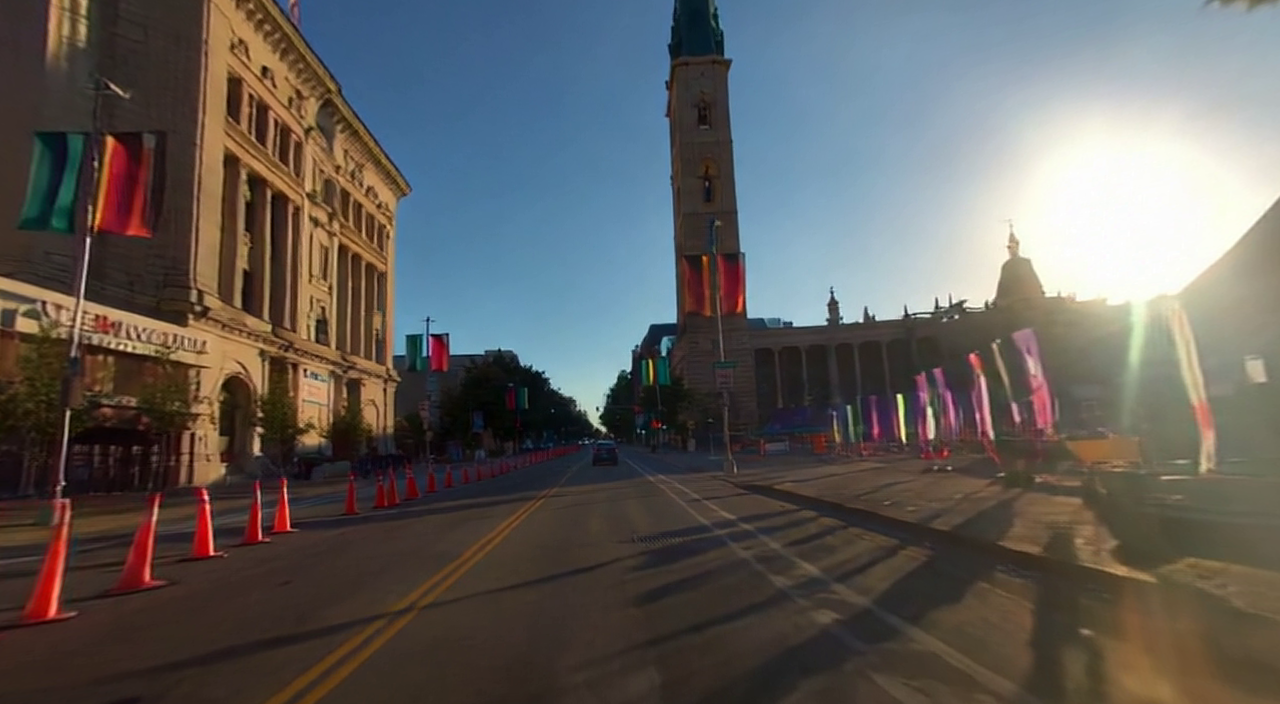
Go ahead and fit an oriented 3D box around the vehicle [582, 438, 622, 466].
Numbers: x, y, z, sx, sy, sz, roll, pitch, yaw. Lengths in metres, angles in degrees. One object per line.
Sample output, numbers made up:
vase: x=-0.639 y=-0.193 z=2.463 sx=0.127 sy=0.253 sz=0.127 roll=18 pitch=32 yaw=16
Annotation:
vehicle: x=-2.229 y=5.825 z=36.807 sx=2.216 sy=1.492 sz=4.725 roll=1 pitch=-8 yaw=-4
